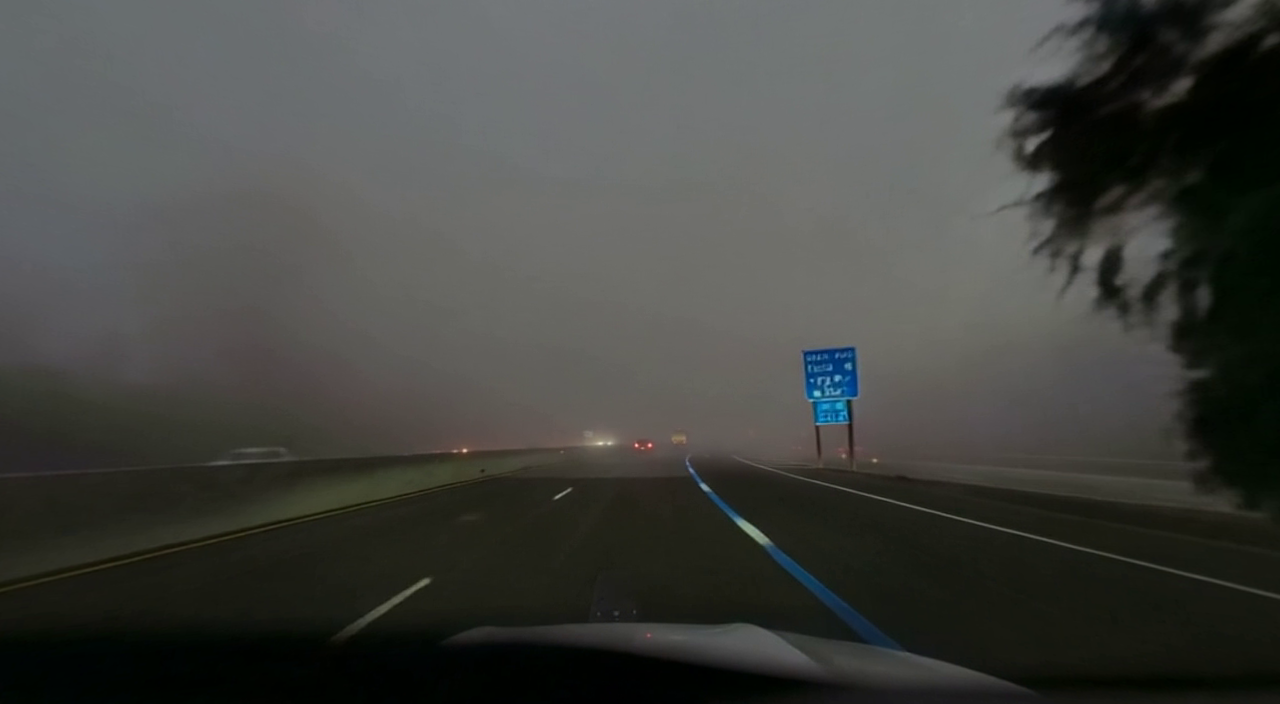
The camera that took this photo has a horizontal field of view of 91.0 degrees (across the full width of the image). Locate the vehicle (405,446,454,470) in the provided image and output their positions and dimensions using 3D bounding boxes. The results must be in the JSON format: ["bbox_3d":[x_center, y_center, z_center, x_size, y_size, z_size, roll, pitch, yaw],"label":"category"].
[{"bbox_3d":[-15.382,7.733,46.155,1.905,1.670,4.244,-1,-8,3],"label":"vehicle"}]

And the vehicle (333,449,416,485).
[{"bbox_3d":[-11.969,5.201,28.681,1.934,1.465,3.798,-1,-8,3],"label":"vehicle"}]

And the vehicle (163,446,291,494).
[{"bbox_3d":[-16.151,4.591,24.945,2.038,1.667,4.222,-1,-8,3],"label":"vehicle"}]
